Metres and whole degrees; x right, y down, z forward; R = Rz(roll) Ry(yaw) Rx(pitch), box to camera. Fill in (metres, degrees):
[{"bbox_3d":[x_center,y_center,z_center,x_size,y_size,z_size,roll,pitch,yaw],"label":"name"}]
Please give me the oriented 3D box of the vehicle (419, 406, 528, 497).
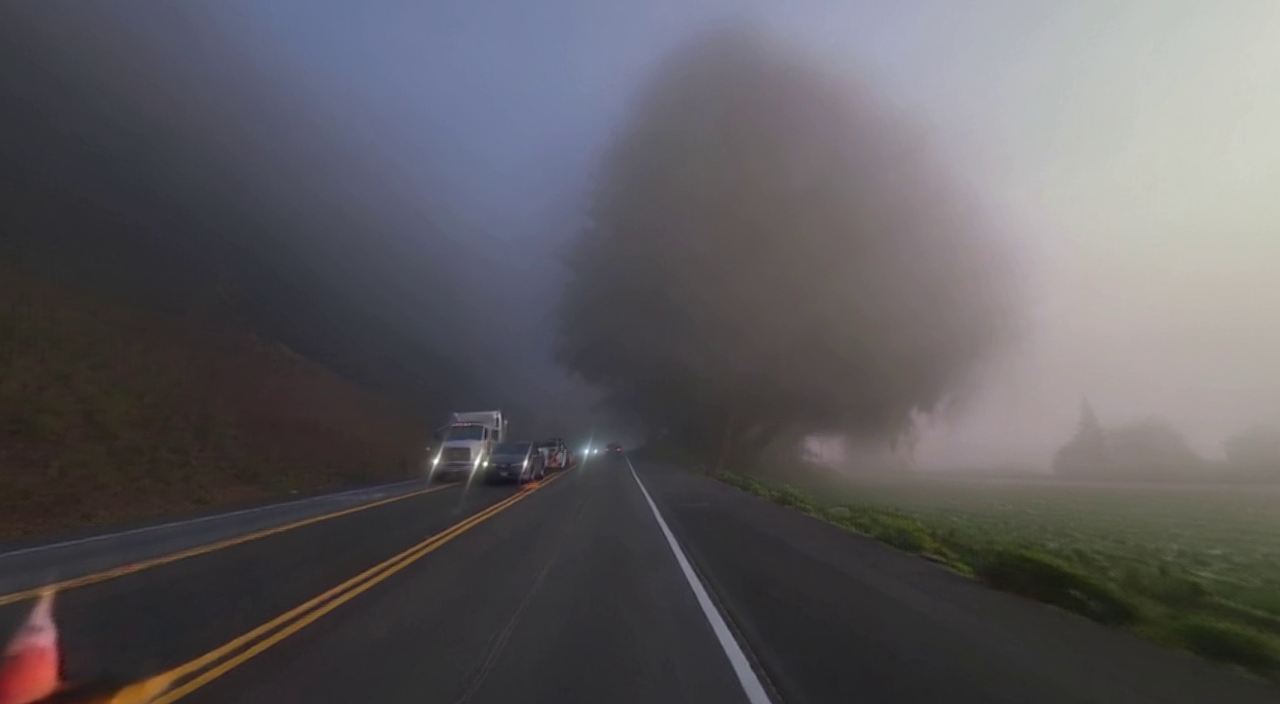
[{"bbox_3d":[-4.954,3.036,19.514,2.380,2.488,4.028,0,-8,-2],"label":"vehicle"}]
